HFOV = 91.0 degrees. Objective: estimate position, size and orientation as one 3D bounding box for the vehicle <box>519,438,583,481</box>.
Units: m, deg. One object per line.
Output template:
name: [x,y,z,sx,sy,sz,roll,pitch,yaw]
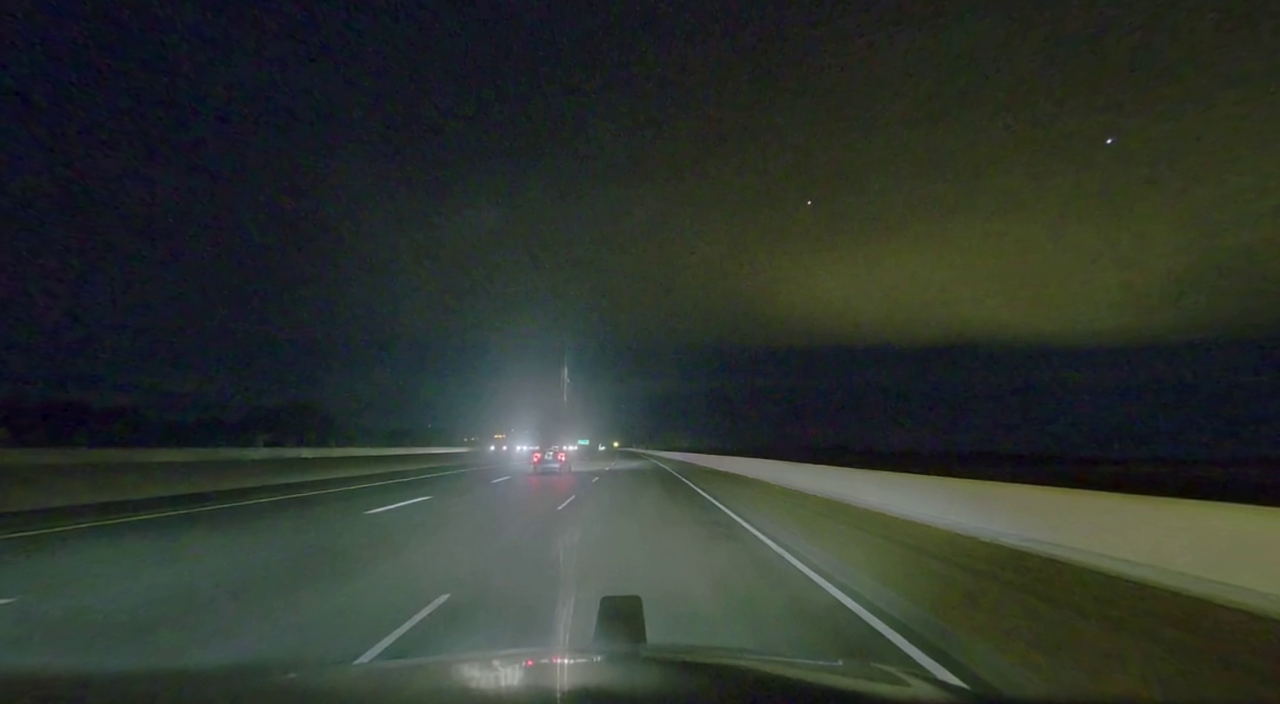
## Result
vehicle: [-3.774,4.656,27.478,2.133,1.683,4.340,1,-9,0]
